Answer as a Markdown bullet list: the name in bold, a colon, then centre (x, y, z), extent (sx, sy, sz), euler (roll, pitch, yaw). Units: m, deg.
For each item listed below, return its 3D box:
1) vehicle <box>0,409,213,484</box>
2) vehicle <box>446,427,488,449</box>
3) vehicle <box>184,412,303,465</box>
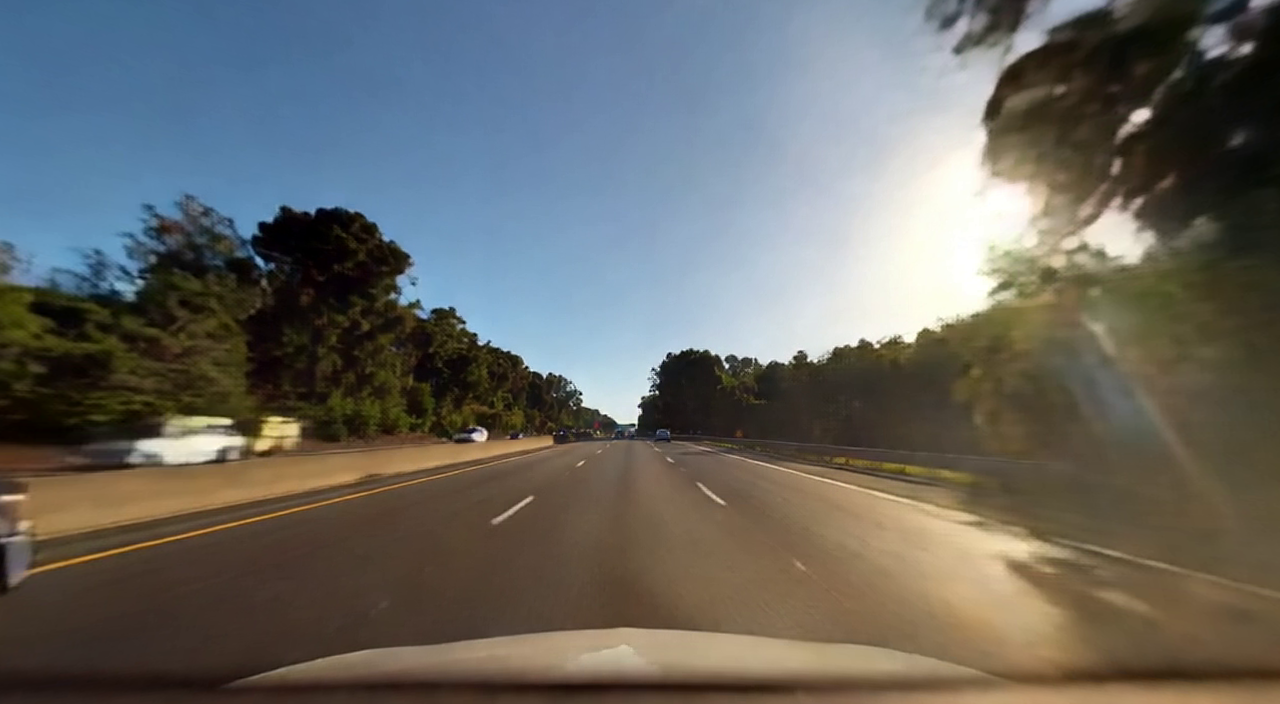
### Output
- **vehicle**: centre (-14.265, 2.505, 17.022), extent (2.091, 1.734, 4.809), euler (0, -8, -2)
- **vehicle**: centre (-13.222, 6.607, 48.255), extent (1.968, 1.561, 4.517), euler (0, -8, 0)
- **vehicle**: centre (-21.781, 4.809, 35.021), extent (2.214, 2.624, 6.869), euler (0, -8, -1)
